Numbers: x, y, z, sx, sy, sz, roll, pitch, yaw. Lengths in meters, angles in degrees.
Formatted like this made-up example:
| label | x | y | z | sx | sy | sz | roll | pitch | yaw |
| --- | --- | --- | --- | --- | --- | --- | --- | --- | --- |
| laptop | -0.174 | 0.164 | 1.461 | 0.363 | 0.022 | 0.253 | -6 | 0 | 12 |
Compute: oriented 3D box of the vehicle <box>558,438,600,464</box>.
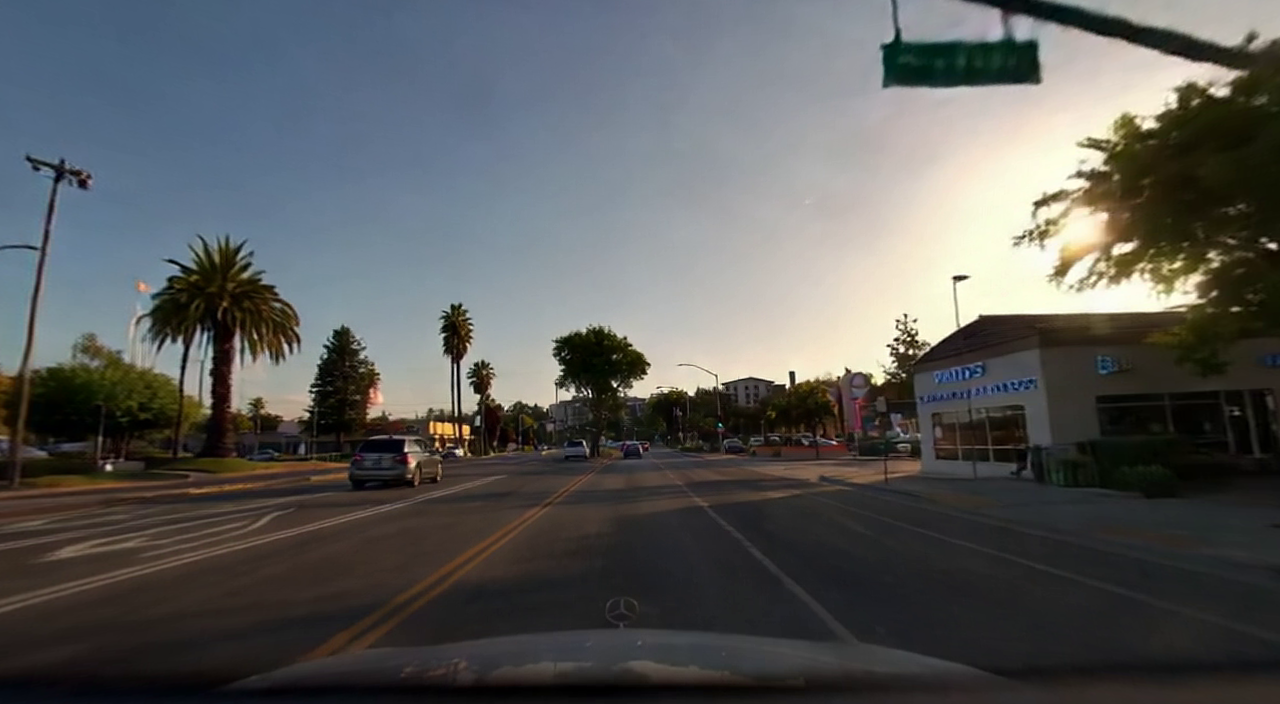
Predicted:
| label | x | y | z | sx | sy | sz | roll | pitch | yaw |
| --- | --- | --- | --- | --- | --- | --- | --- | --- | --- |
| vehicle | -3.617 | 5.948 | 38.008 | 2.181 | 1.483 | 4.123 | 0 | -9 | -1 |

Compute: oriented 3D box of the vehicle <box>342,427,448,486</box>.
| label | x | y | z | sx | sy | sz | roll | pitch | yaw |
| --- | --- | --- | --- | --- | --- | --- | --- | --- | --- |
| vehicle | -7.960 | 3.441 | 21.050 | 2.022 | 1.746 | 4.406 | 0 | -9 | -4 |
